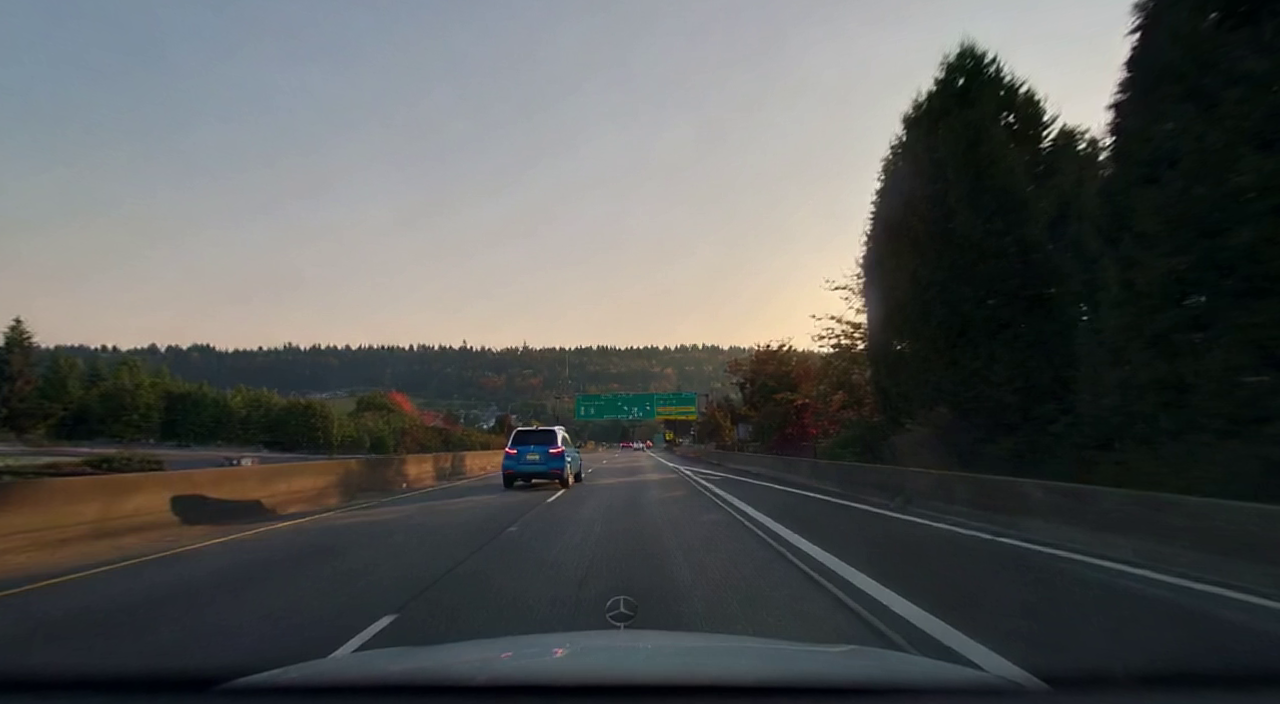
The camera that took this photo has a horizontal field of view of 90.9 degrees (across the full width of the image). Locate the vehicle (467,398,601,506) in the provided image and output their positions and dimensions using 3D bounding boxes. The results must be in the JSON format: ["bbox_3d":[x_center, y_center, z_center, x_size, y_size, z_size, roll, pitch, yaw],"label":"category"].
[{"bbox_3d":[-2.291,2.364,15.247,2.248,2.154,4.892,0,-8,2],"label":"vehicle"}]
